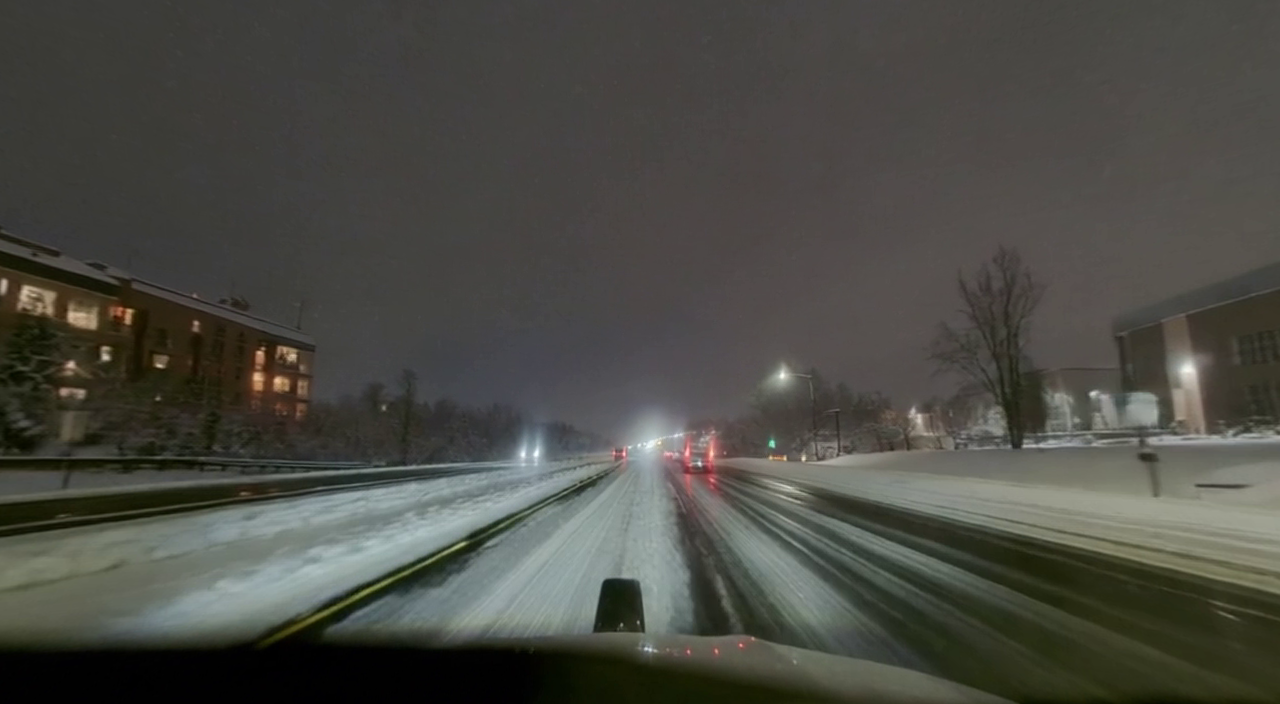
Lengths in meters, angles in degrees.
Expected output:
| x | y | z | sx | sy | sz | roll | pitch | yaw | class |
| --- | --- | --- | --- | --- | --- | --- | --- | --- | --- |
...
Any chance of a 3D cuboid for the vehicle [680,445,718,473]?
| x | y | z | sx | sy | sz | roll | pitch | yaw | class |
| --- | --- | --- | --- | --- | --- | --- | --- | --- | --- |
| 3.562 | 6.551 | 38.791 | 1.974 | 1.557 | 4.479 | 0 | -9 | 0 | vehicle |
